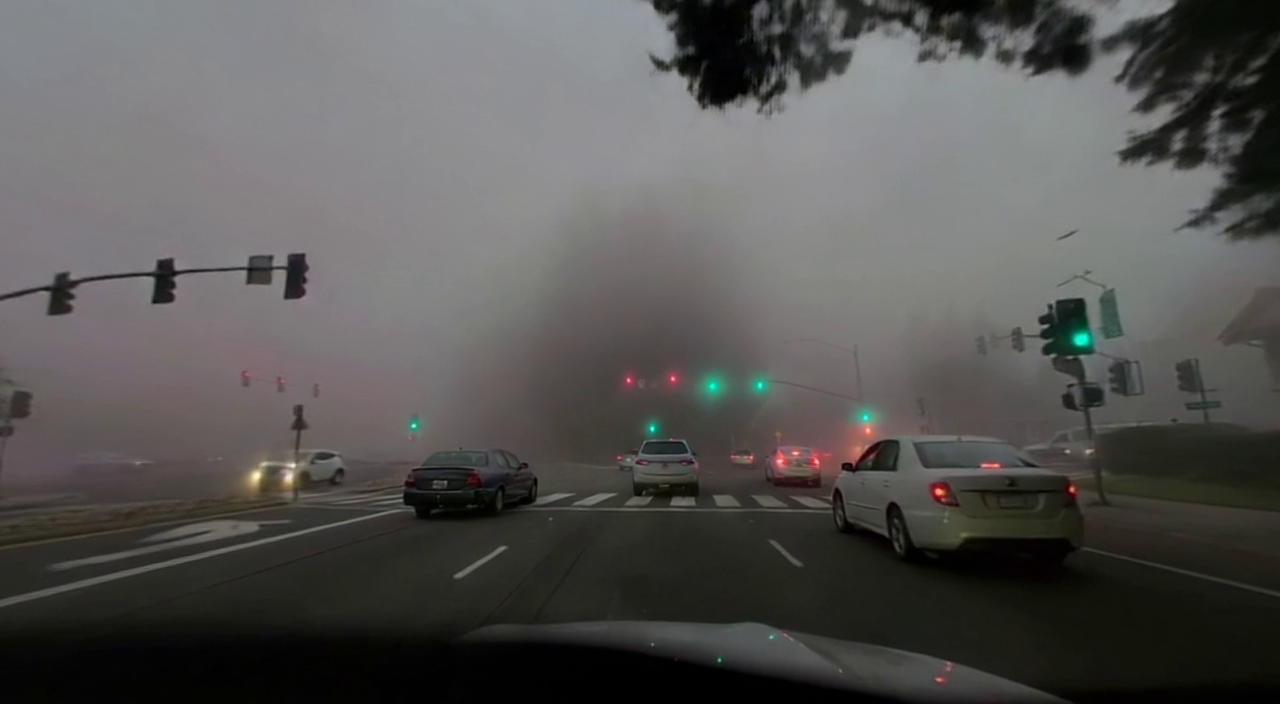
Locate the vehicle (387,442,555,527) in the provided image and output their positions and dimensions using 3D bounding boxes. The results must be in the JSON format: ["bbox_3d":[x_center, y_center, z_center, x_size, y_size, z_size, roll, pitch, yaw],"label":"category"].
[{"bbox_3d":[-3.293,2.684,13.432,2.006,1.464,4.586,-1,-9,4],"label":"vehicle"}]

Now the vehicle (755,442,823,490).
[{"bbox_3d":[5.207,4.007,22.415,1.859,1.540,3.454,-1,-9,6],"label":"vehicle"}]

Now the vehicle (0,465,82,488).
[{"bbox_3d":[-42.288,8.716,44.101,4.634,1.452,1.888,0,-9,0],"label":"vehicle"}]

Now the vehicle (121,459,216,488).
[{"bbox_3d":[-29.331,7.557,39.249,4.711,1.661,1.990,-2,-9,11],"label":"vehicle"}]

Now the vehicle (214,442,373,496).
[{"bbox_3d":[-12.155,4.109,22.276,4.578,1.759,1.996,-2,-9,9],"label":"vehicle"}]

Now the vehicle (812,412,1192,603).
[{"bbox_3d":[3.784,1.710,7.879,2.106,1.636,4.655,-1,-9,2],"label":"vehicle"}]

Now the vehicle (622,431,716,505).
[{"bbox_3d":[0.893,3.170,17.607,2.250,1.768,4.574,-1,-9,5],"label":"vehicle"}]
